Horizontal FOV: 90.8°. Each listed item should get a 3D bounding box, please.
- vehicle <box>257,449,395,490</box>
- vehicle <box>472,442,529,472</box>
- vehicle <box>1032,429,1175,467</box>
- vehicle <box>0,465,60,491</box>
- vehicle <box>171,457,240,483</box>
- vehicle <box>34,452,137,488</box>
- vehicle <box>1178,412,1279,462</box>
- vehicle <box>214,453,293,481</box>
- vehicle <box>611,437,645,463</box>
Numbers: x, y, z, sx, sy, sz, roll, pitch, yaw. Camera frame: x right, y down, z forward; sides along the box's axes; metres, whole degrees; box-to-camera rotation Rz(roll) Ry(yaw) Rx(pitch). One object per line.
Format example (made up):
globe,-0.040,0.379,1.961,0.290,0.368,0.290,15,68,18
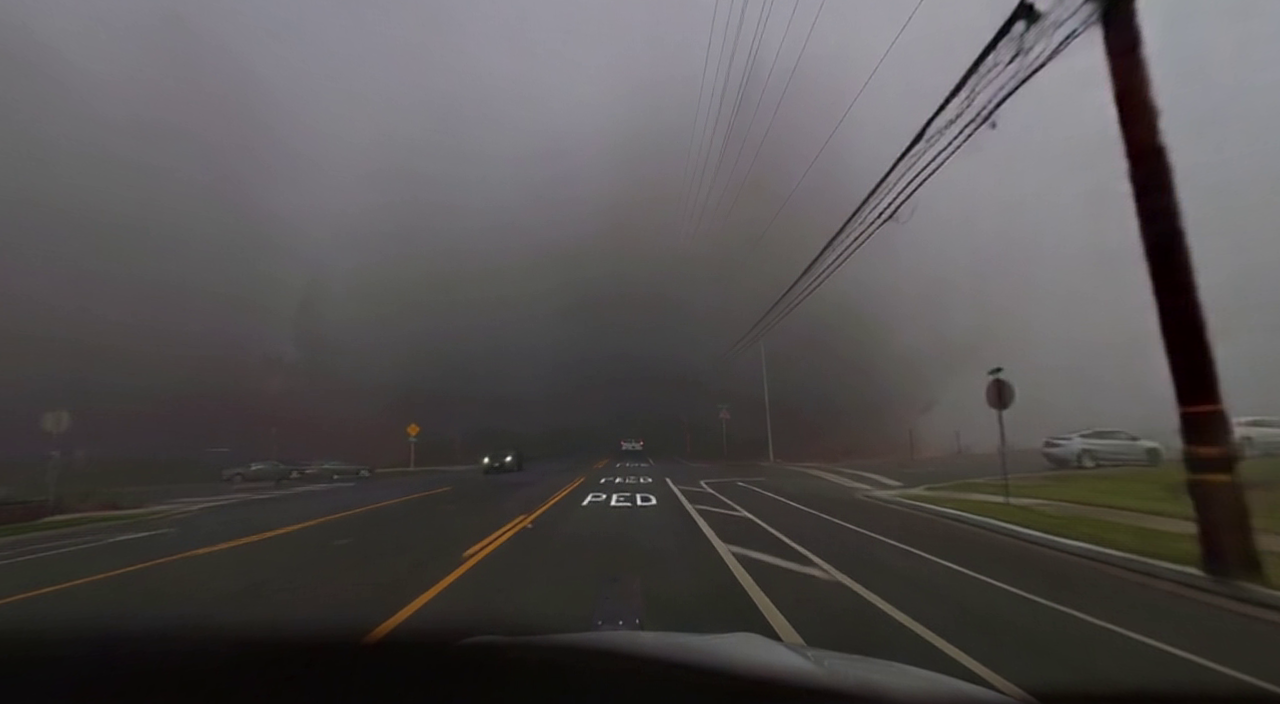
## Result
vehicle,-14.137,5.292,28.698,5.190,1.502,2.085,-3,-8,-1
vehicle,-7.306,5.522,33.522,2.034,1.464,4.438,0,-9,0
vehicle,18.735,3.894,25.686,4.292,1.489,1.895,0,-9,-1
vehicle,-39.963,8.032,40.523,1.728,1.456,3.782,-1,-9,3
vehicle,-28.180,7.623,41.123,1.806,1.503,3.853,0,-9,-2
vehicle,-36.527,7.753,41.804,2.162,2.070,5.031,-2,-8,1
vehicle,25.411,3.485,25.903,4.597,1.961,2.087,0,-9,2
vehicle,-25.287,7.505,41.573,1.932,1.627,4.948,0,-9,1
vehicle,-0.673,5.731,37.113,1.877,1.448,3.830,0,-9,0
